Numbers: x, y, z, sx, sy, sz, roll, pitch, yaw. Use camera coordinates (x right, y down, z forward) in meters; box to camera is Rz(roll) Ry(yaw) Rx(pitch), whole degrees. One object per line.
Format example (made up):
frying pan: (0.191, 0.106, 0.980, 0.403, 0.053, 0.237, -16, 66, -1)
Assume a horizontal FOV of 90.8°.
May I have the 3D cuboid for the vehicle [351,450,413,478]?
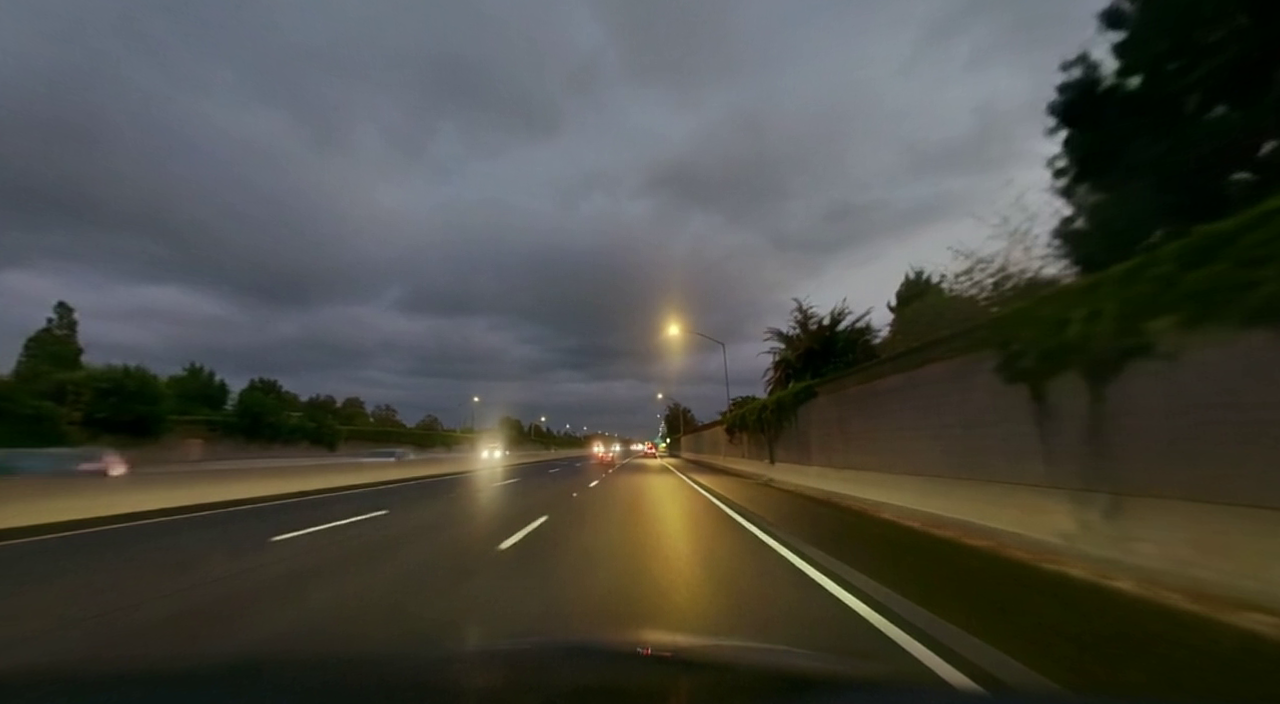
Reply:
vehicle: (-14.723, 6.391, 36.265, 1.830, 1.455, 3.957, 0, -9, 0)
